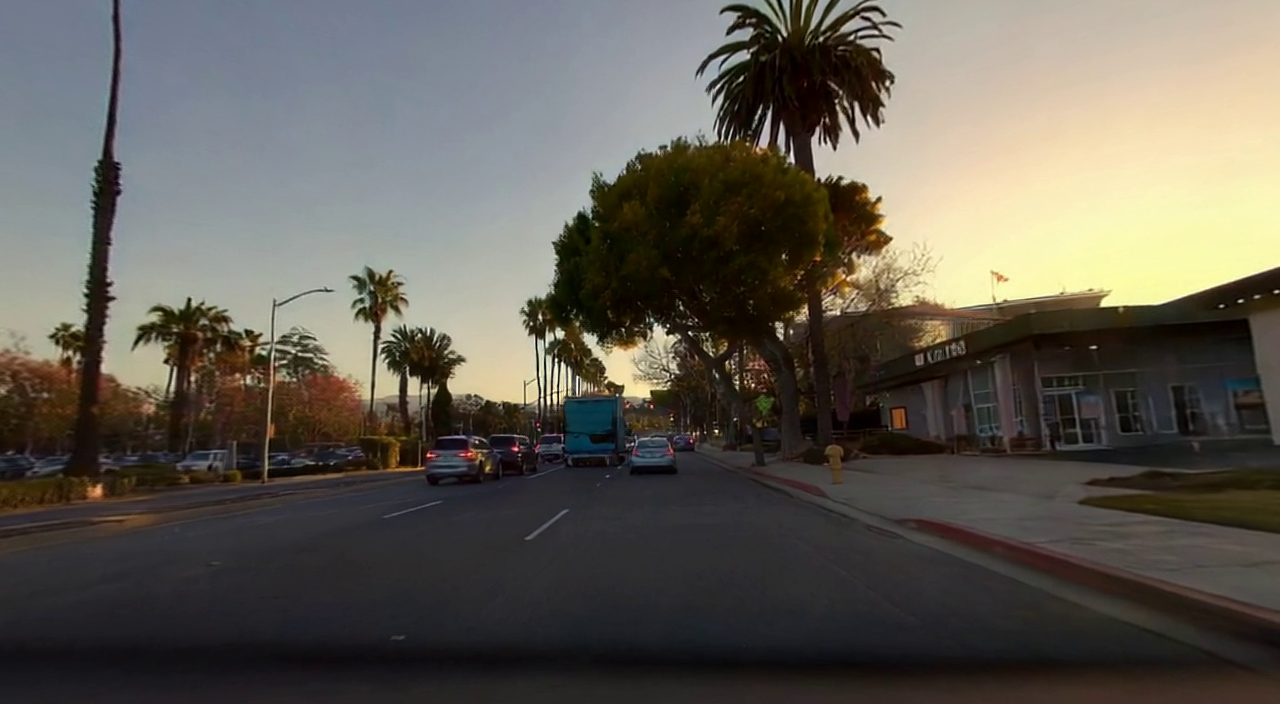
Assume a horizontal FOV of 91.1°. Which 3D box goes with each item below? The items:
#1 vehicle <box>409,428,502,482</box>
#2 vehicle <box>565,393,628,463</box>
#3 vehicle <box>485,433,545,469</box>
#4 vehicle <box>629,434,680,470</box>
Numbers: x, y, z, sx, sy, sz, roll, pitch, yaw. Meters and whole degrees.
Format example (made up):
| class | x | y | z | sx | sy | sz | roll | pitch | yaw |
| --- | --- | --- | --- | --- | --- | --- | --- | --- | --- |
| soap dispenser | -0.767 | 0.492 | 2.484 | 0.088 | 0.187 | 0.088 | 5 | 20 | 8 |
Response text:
| class | x | y | z | sx | sy | sz | roll | pitch | yaw |
| --- | --- | --- | --- | --- | --- | --- | --- | --- | --- |
| vehicle | -6.817 | 3.852 | 23.740 | 2.014 | 1.830 | 4.281 | 0 | -9 | 3 |
| vehicle | -2.554 | 5.132 | 41.132 | 2.992 | 3.949 | 11.815 | 0 | -9 | 1 |
| vehicle | -6.583 | 5.285 | 33.588 | 2.143 | 1.736 | 4.648 | 0 | -9 | 1 |
| vehicle | 0.624 | 4.557 | 28.627 | 2.144 | 1.514 | 4.063 | 0 | -9 | 1 |
